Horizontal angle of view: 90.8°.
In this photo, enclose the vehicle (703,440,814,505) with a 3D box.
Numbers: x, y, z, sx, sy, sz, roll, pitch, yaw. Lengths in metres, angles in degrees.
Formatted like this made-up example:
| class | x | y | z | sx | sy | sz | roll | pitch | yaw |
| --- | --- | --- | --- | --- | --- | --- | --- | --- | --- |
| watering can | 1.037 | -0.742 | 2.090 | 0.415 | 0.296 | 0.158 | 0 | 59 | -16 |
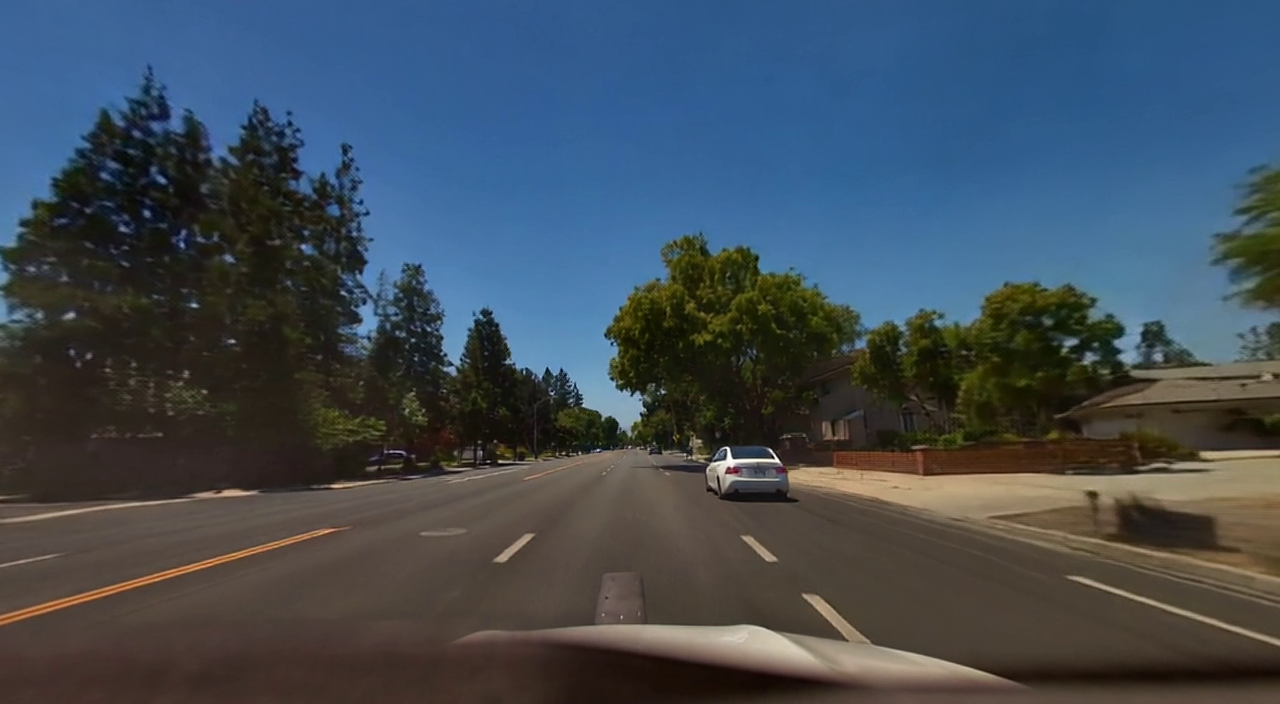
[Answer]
| class | x | y | z | sx | sy | sz | roll | pitch | yaw |
| --- | --- | --- | --- | --- | --- | --- | --- | --- | --- |
| vehicle | 2.998 | 3.148 | 17.013 | 2.057 | 1.493 | 4.225 | 0 | -9 | -2 |
